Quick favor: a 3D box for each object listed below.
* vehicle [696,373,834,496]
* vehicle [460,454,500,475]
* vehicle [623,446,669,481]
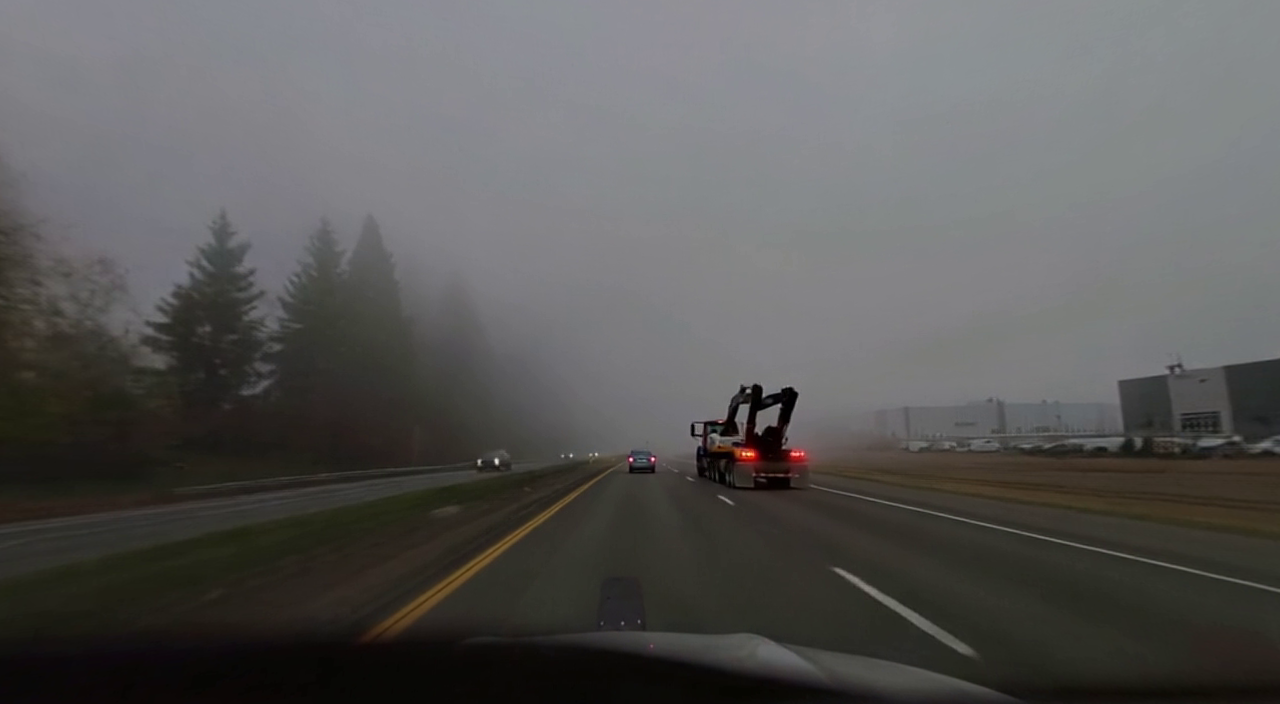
[{"bbox_3d":[3.984,3.002,22.413,3.089,3.568,8.101,0,-9,-1],"label":"vehicle"},{"bbox_3d":[-12.163,8.544,48.120,1.947,1.500,3.999,0,-9,0],"label":"vehicle"},{"bbox_3d":[0.238,5.228,29.863,2.045,1.527,4.023,0,-9,0],"label":"vehicle"}]
